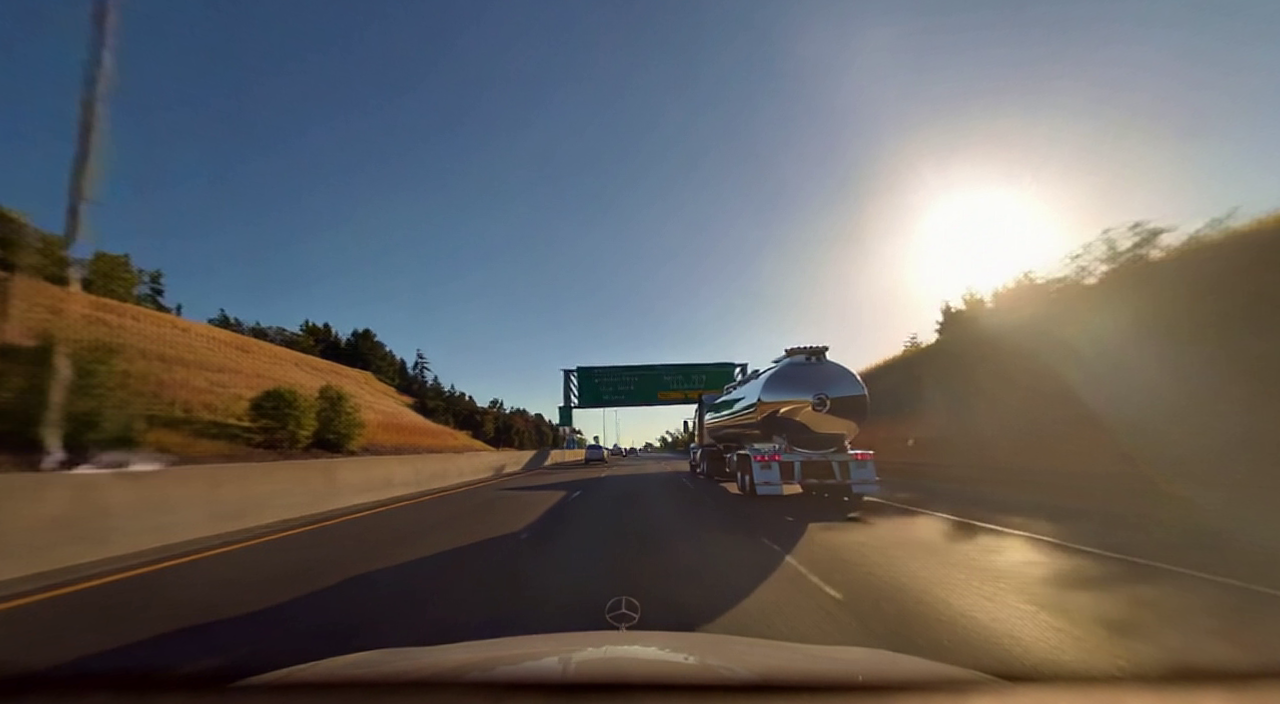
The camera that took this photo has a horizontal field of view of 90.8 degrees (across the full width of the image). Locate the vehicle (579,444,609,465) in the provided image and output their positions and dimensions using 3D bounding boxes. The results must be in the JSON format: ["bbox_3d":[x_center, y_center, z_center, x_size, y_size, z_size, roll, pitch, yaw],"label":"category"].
[{"bbox_3d":[-3.440,7.755,47.926,1.986,1.458,4.506,0,-9,0],"label":"vehicle"}]

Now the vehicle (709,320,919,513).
[{"bbox_3d":[3.863,1.946,17.056,2.759,3.734,9.708,0,-9,-1],"label":"vehicle"}]
